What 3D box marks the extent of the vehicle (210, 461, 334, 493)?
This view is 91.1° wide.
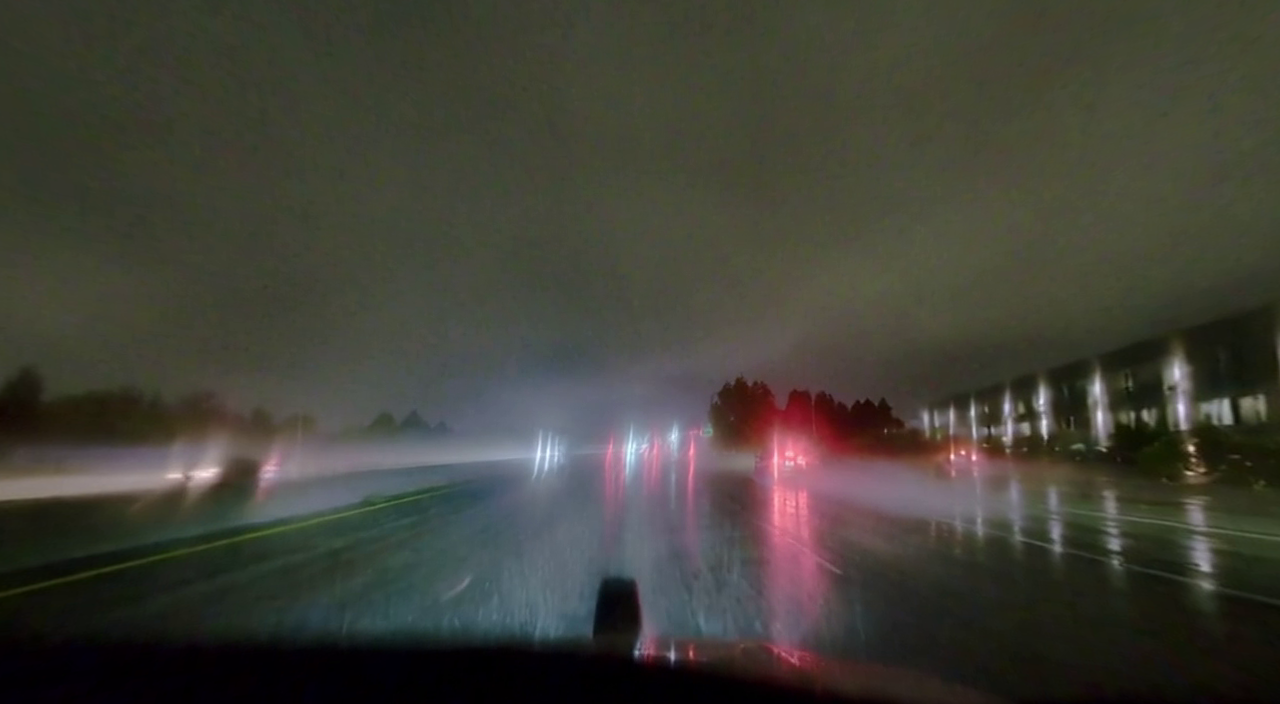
[{"bbox_3d":[-16.859,5.735,29.232,2.552,1.229,5.270,0,-9,1],"label":"vehicle"}]

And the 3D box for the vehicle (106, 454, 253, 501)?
[{"bbox_3d":[-16.838,4.577,23.349,1.924,1.472,4.644,0,-9,0],"label":"vehicle"}]
